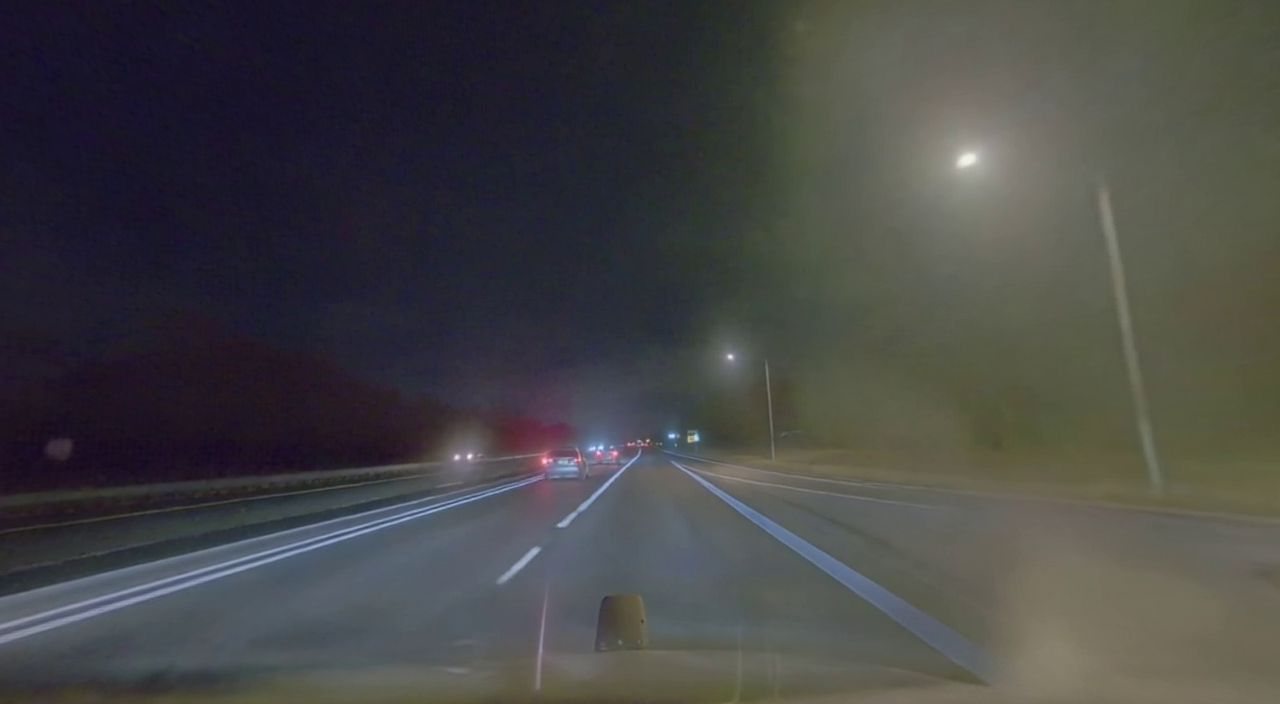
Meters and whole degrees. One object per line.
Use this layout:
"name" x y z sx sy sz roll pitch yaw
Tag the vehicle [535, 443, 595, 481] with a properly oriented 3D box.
"vehicle" -3.254 4.884 28.245 2.044 1.527 4.607 0 -9 2
